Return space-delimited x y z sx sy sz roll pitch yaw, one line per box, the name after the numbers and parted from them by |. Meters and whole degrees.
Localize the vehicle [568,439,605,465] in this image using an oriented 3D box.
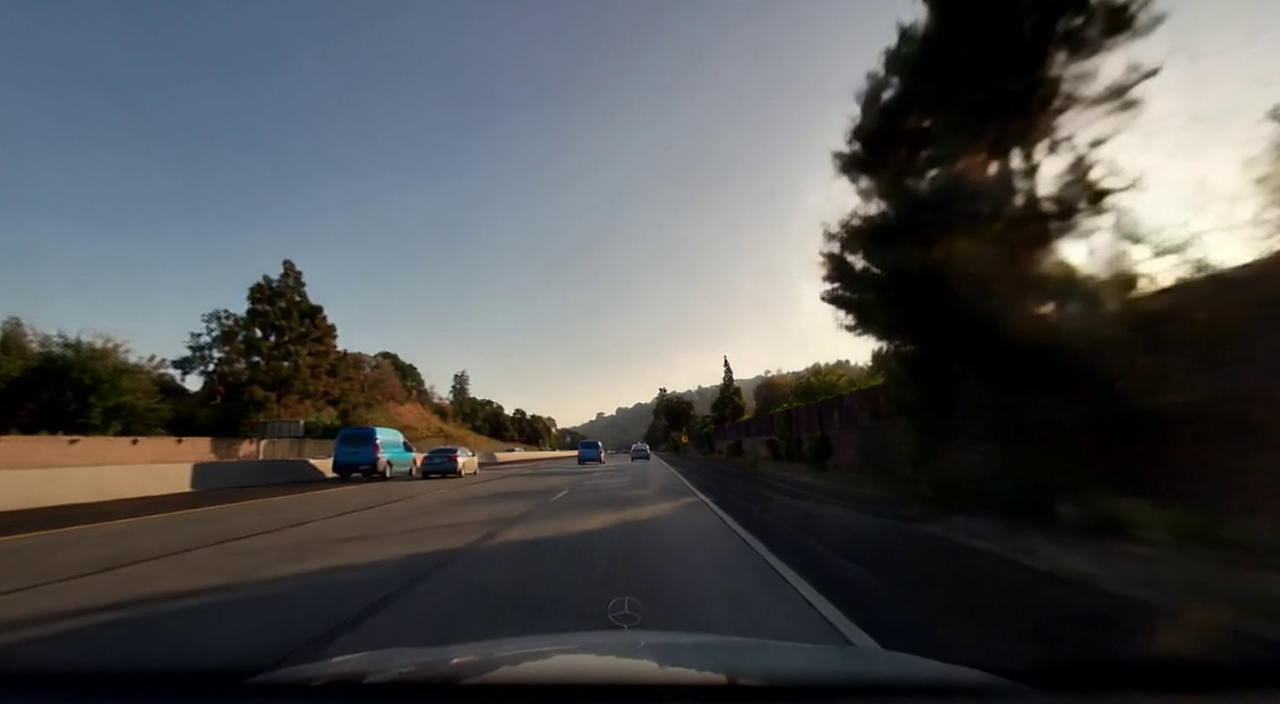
-4.049 7.663 48.525 2.313 1.852 4.775 0 -8 2 | vehicle

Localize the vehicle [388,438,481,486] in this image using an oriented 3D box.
-7.470 4.030 23.354 2.014 1.598 4.015 0 -8 1 | vehicle

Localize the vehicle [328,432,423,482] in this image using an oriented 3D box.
-10.907 4.363 26.433 1.977 1.870 4.525 0 -8 0 | vehicle
